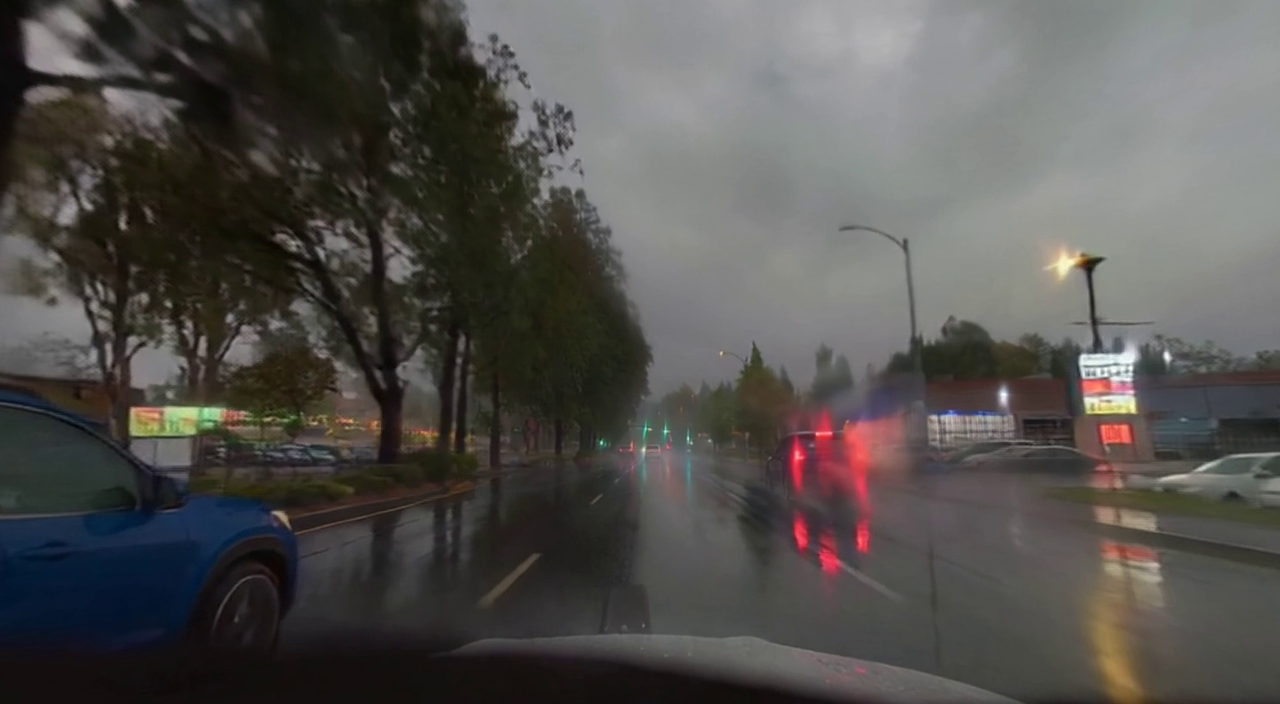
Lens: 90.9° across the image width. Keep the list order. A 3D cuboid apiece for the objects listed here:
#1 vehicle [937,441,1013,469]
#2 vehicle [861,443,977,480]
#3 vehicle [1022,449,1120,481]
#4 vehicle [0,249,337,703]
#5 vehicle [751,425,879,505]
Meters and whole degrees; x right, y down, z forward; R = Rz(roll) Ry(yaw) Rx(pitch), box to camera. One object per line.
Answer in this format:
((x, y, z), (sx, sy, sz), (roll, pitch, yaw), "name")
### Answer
((20.716, 6.351, 39.193), (1.959, 1.613, 4.190), (1, -8, -9), "vehicle")
((12.111, 4.763, 27.598), (4.217, 1.522, 1.755), (-1, -9, 4), "vehicle")
((21.515, 5.633, 31.696), (1.822, 1.460, 4.409), (0, -8, 0), "vehicle")
((-3.241, 0.589, 1.838), (2.210, 1.925, 4.838), (0, -8, 1), "vehicle")
((4.300, 2.848, 16.294), (2.024, 1.773, 4.431), (0, -8, 0), "vehicle")
